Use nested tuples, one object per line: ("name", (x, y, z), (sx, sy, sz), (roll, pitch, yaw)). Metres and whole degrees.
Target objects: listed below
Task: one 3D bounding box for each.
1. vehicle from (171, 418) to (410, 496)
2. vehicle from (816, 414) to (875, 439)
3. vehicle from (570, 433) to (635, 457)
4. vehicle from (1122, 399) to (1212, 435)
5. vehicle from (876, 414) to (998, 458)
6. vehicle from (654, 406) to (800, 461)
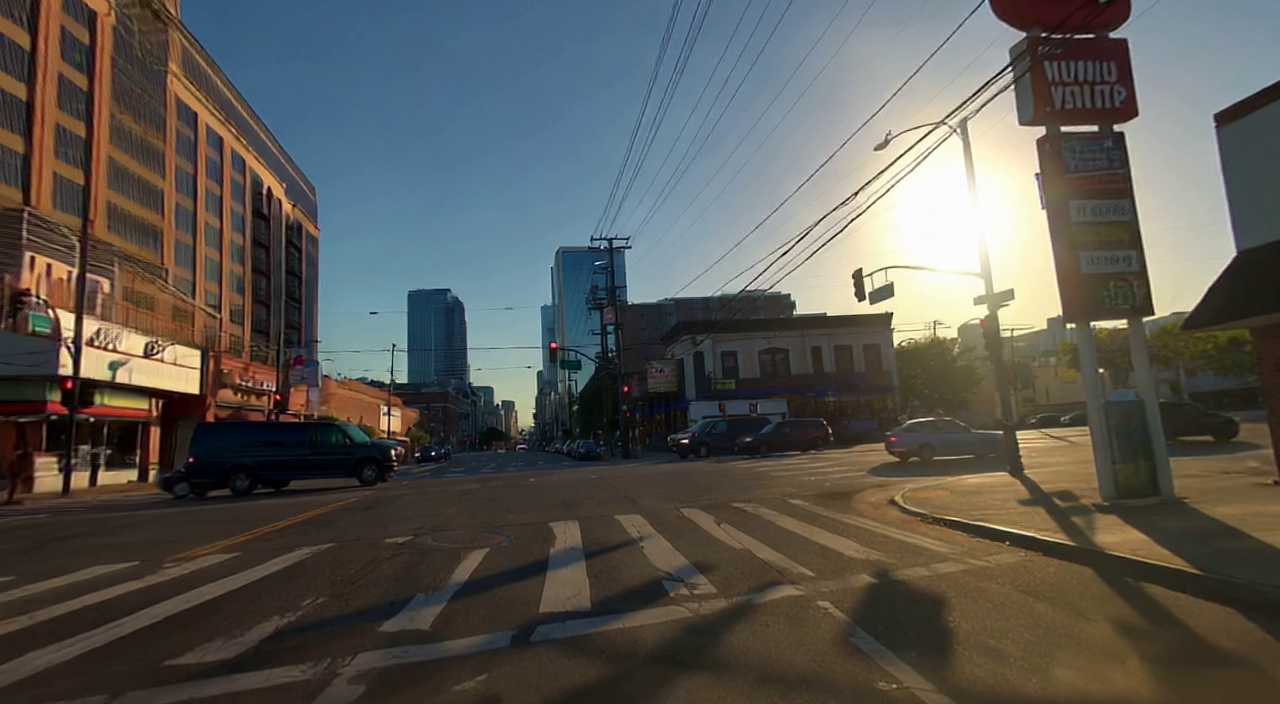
("vehicle", (-9.804, 2.972, 18.175), (5.603, 1.938, 2.081), (5, -10, -30))
("vehicle", (16.112, 5.835, 49.458), (4.589, 1.730, 1.801), (6, -8, -31))
("vehicle", (-2.769, 6.828, 46.351), (4.591, 1.686, 1.816), (1, -9, -11))
("vehicle", (27.632, 3.479, 33.084), (4.637, 1.723, 1.911), (4, -10, -29))
("vehicle", (11.175, 3.170, 23.715), (4.499, 1.524, 1.784), (4, -10, -29))
("vehicle", (3.570, 3.349, 25.707), (5.588, 1.985, 2.374), (5, -10, -31))
